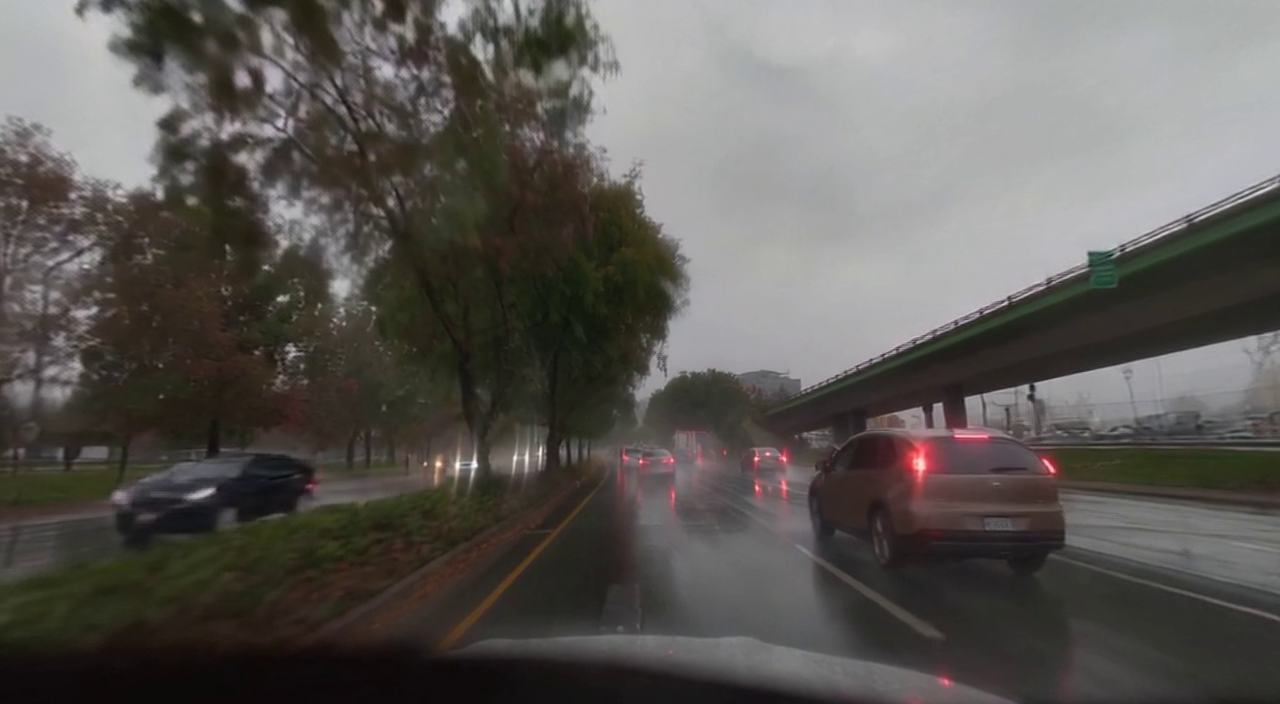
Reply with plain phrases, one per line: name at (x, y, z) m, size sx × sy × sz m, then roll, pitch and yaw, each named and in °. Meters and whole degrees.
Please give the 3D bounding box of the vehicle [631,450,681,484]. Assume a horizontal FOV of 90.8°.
vehicle at (0.677, 5.003, 27.828) m, size 2.027 × 1.341 × 3.775 m, roll 0°, pitch -8°, yaw 1°

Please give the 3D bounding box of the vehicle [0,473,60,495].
vehicle at (-44.968, 9.611, 45.977) m, size 3.685 × 1.468 × 1.662 m, roll 0°, pitch -9°, yaw -1°

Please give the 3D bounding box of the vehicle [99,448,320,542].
vehicle at (-8.742, 2.867, 13.334) m, size 1.897 × 1.663 × 3.838 m, roll 0°, pitch -8°, yaw 0°

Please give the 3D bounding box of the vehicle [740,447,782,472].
vehicle at (7.626, 6.840, 40.254) m, size 1.890 × 1.478 × 4.093 m, roll 0°, pitch -8°, yaw 0°

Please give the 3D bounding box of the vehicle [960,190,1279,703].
vehicle at (3.523, 0.556, 1.833) m, size 2.588 × 2.321 × 4.927 m, roll 0°, pitch -8°, yaw 1°
